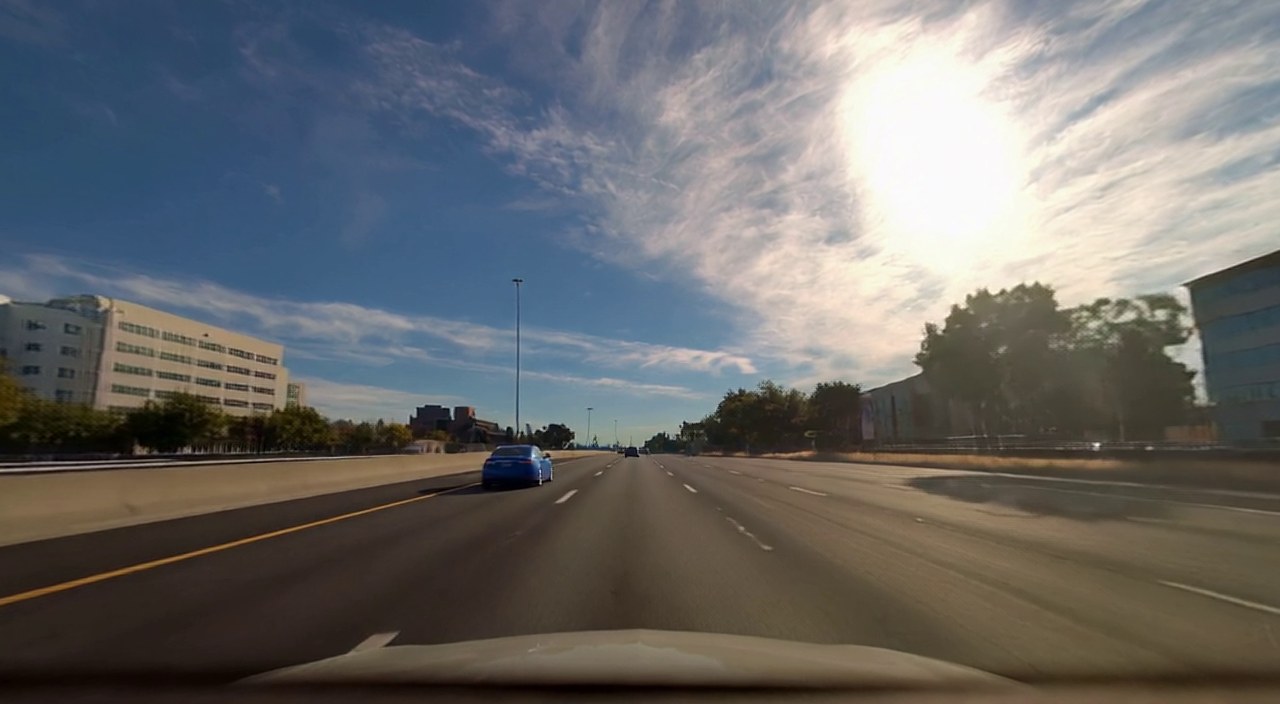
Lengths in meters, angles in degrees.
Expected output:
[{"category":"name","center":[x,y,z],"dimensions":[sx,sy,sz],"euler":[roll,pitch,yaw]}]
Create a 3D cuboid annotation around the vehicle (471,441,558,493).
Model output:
[{"category":"vehicle","center":[-3.899,3.644,20.424],"dimensions":[1.900,1.492,4.495],"euler":[0,-9,0]}]
